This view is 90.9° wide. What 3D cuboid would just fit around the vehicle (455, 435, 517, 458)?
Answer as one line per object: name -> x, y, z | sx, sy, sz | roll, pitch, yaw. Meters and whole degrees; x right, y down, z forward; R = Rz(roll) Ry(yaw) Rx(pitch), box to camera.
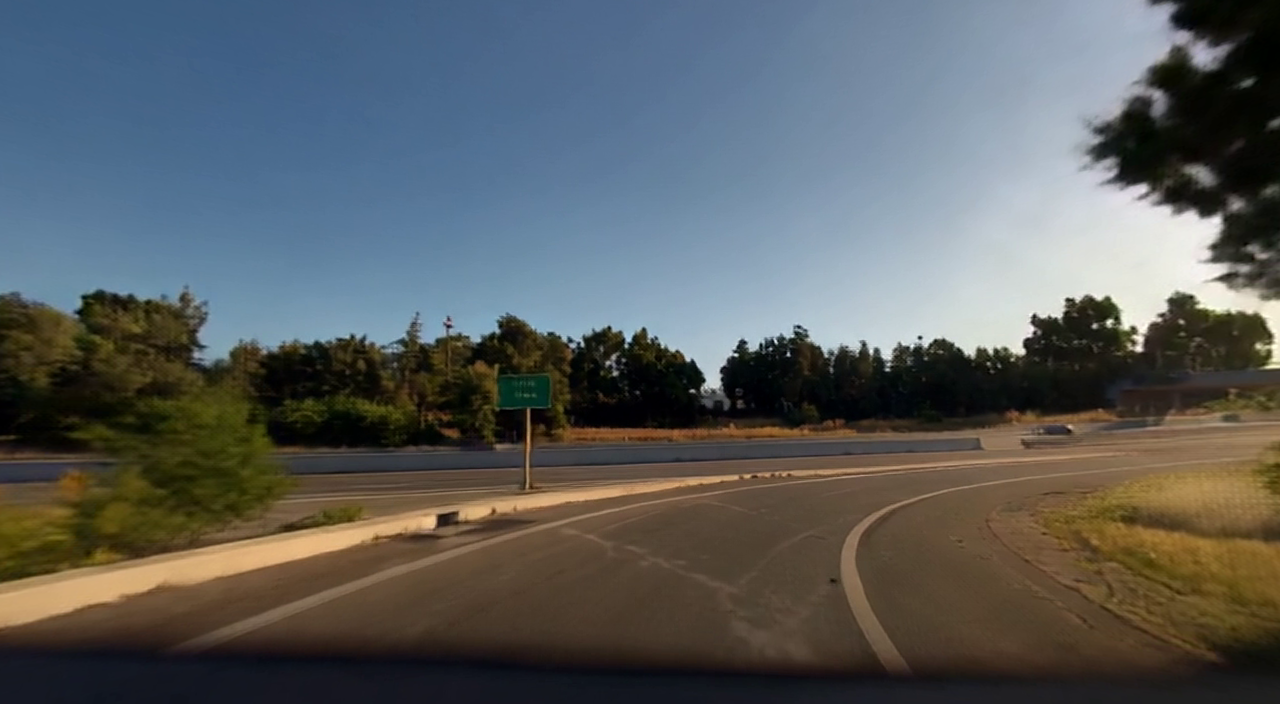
vehicle -> -10.181, 6.218, 41.691 | 3.706, 1.442, 1.743 | 3, -9, -23
